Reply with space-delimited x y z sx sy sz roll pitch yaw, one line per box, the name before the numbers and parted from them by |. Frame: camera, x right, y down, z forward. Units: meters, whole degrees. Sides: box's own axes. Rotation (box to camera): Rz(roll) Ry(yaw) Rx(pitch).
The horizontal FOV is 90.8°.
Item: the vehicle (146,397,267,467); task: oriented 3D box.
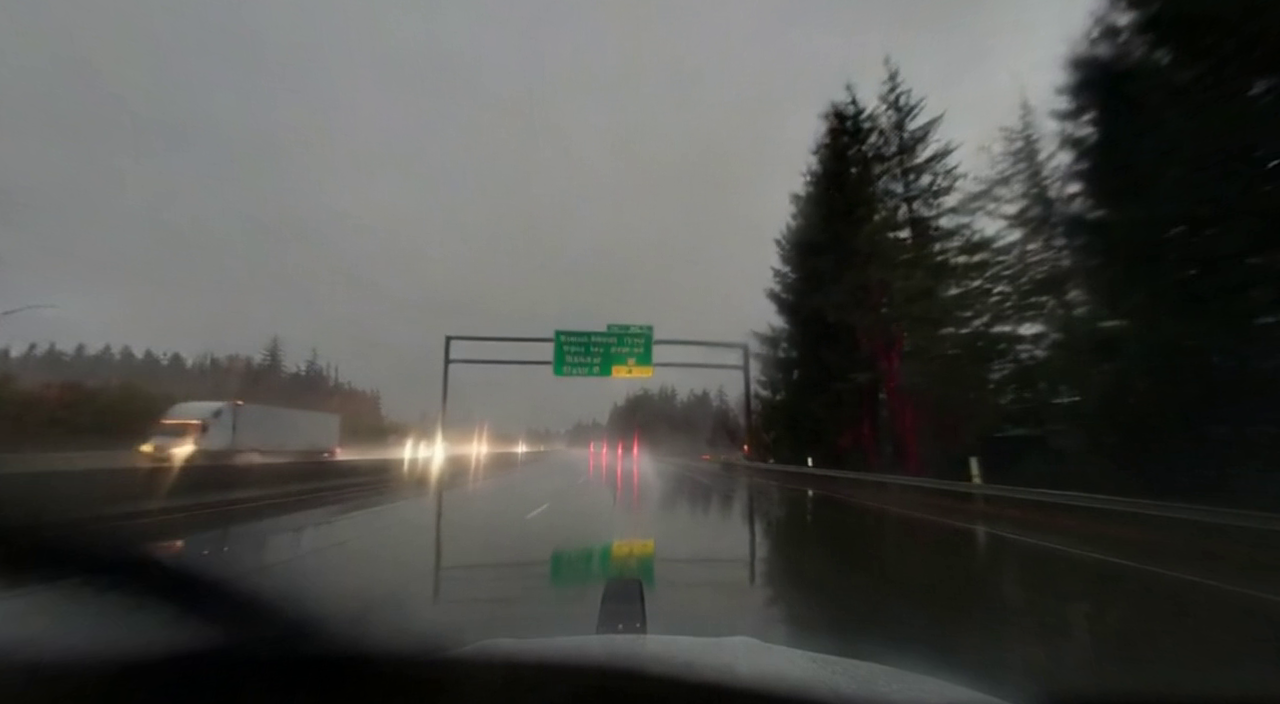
vehicle | -25.785 4.880 37.944 3.021 3.858 5.845 0 -9 -2
